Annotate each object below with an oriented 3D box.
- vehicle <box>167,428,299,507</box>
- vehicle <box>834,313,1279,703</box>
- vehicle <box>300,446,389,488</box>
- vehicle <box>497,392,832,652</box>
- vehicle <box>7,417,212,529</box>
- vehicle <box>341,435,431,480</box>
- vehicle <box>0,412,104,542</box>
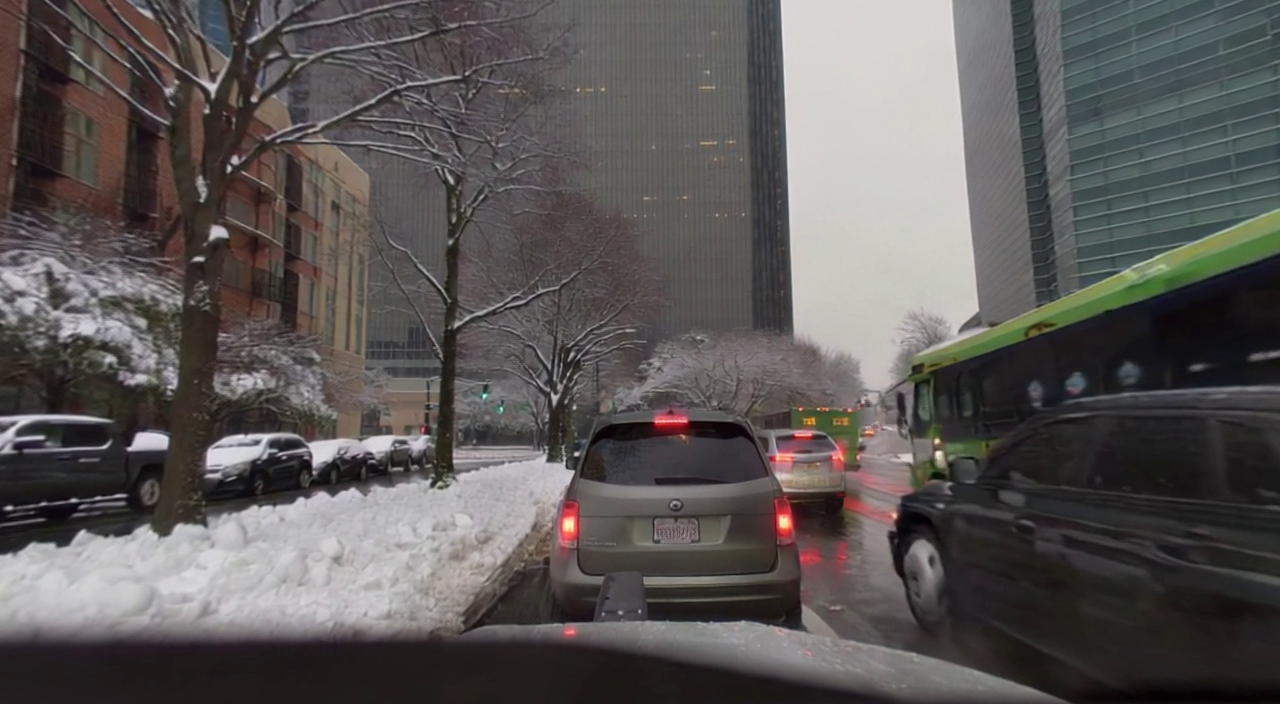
[{"bbox_3d":[-11.218,3.169,17.699,1.559,1.973,3.419,1,-9,-5],"label":"vehicle"},{"bbox_3d":[2.934,1.004,3.589,2.097,1.697,5.065,0,-8,1],"label":"vehicle"},{"bbox_3d":[-11.576,4.499,25.091,1.791,1.463,4.210,0,-9,-4],"label":"vehicle"},{"bbox_3d":[0.208,1.422,6.303,2.192,1.695,4.142,0,-8,1],"label":"vehicle"},{"bbox_3d":[-10.861,2.459,13.288,1.482,2.019,3.297,0,-9,-4],"label":"vehicle"},{"bbox_3d":[-12.093,5.062,30.601,2.338,1.963,5.740,0,-9,-4],"label":"vehicle"},{"bbox_3d":[-10.485,1.918,9.727,1.543,1.946,3.454,1,-9,-6],"label":"vehicle"}]
